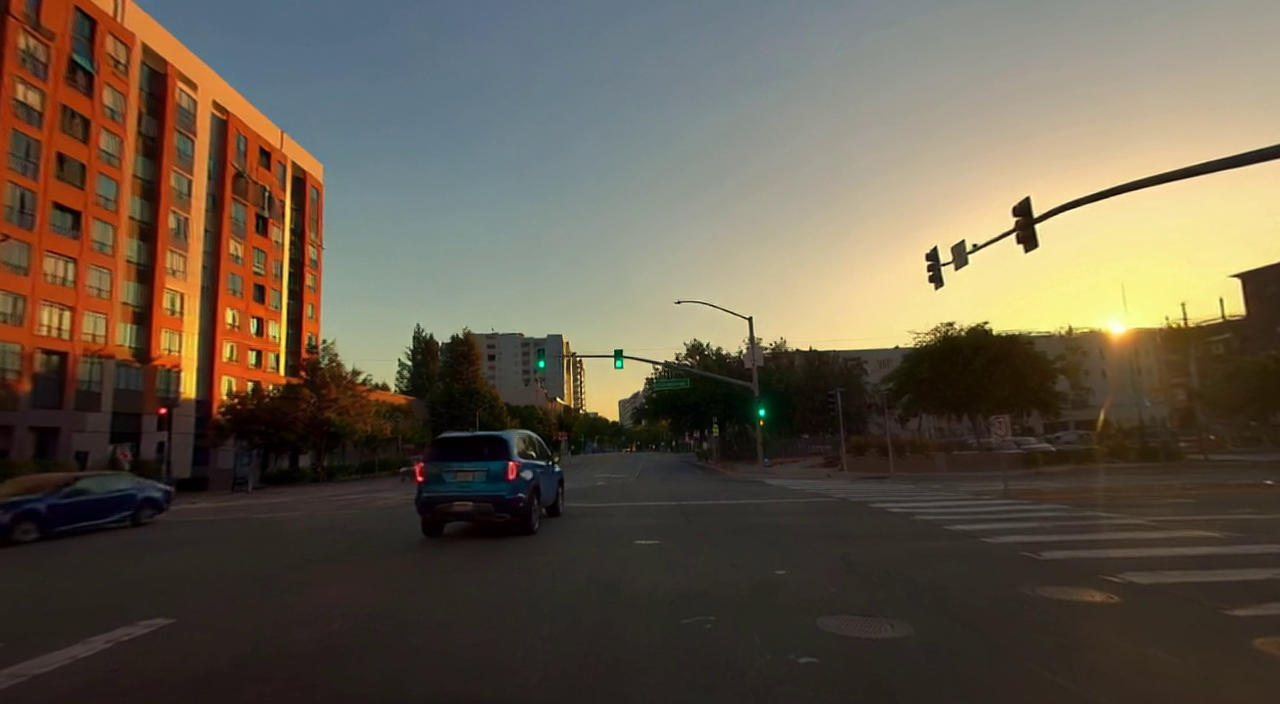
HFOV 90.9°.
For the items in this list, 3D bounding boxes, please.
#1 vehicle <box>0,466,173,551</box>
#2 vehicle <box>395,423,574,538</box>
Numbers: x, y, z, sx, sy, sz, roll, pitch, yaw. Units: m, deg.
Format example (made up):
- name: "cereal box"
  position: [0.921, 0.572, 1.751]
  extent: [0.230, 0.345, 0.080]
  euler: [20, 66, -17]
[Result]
- name: "vehicle"
  position: [-13.054, 3.325, 13.880]
  extent: [1.913, 1.461, 4.546]
  euler: [-1, -9, 2]
- name: "vehicle"
  position: [-2.718, 2.379, 12.302]
  extent: [2.123, 1.799, 4.425]
  euler: [-1, -9, 3]
